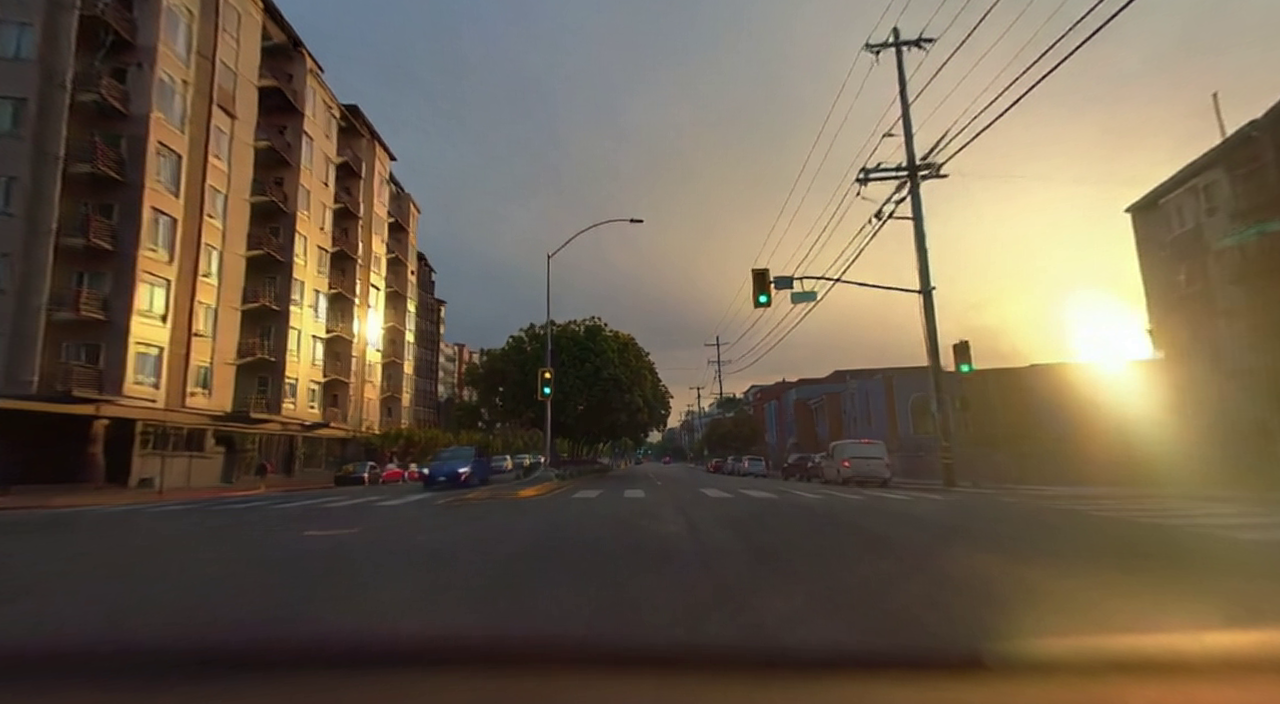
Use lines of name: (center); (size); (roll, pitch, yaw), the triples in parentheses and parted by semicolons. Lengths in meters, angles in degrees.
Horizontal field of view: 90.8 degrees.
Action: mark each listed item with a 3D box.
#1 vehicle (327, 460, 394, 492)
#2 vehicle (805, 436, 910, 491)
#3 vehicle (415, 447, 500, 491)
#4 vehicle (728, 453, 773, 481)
vehicle: (-14.785, 6.547, 33.648); (1.879, 1.507, 3.745); (0, -9, -1)
vehicle: (7.483, 3.884, 22.313); (1.996, 1.704, 4.490); (0, -9, -1)
vehicle: (-7.280, 4.677, 25.690); (2.180, 1.608, 4.321); (0, -9, -1)
vehicle: (7.419, 7.714, 42.757); (2.143, 1.731, 4.781); (0, -9, 0)
